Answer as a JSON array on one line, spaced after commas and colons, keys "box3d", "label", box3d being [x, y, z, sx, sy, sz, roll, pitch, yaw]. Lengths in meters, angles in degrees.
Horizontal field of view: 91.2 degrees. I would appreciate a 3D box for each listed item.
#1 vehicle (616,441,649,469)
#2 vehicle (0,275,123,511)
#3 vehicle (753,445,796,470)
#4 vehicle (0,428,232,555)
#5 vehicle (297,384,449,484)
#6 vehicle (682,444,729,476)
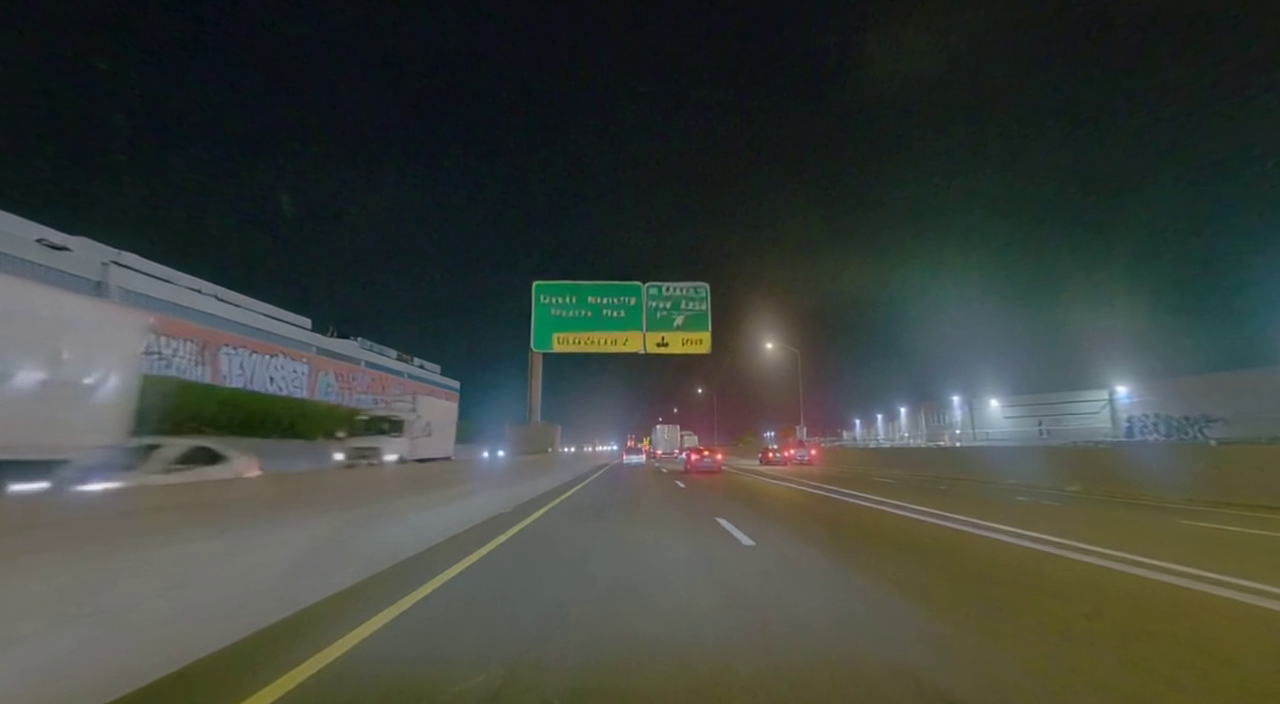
[{"box3d": [-0.519, 7.025, 42.899, 2.169, 1.753, 4.151, 0, -9, 0], "label": "vehicle"}, {"box3d": [-12.553, 0.007, 6.168, 2.905, 4.059, 14.156, 0, -9, 0], "label": "vehicle"}, {"box3d": [9.326, 7.347, 43.861, 2.107, 1.648, 4.324, 0, -9, 1], "label": "vehicle"}, {"box3d": [-8.459, 1.922, 9.213, 1.907, 1.470, 4.436, 0, -9, 0], "label": "vehicle"}, {"box3d": [-9.128, 2.982, 22.446, 2.524, 3.023, 6.674, 0, -9, -1], "label": "vehicle"}, {"box3d": [3.479, 5.818, 34.178, 2.045, 1.605, 4.674, 0, -9, -1], "label": "vehicle"}]
